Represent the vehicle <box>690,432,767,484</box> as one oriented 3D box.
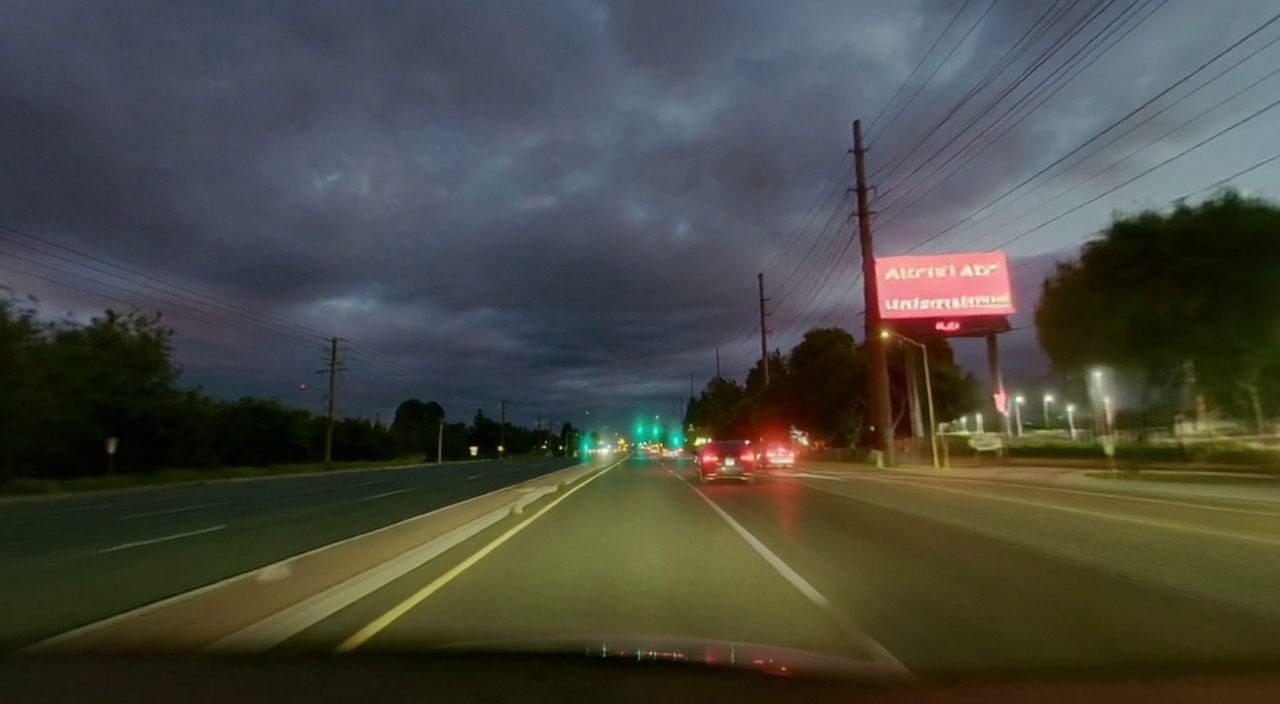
[{"bbox_3d":[3.003,3.714,22.433,2.078,1.668,4.078,0,-8,-1],"label":"vehicle"}]
